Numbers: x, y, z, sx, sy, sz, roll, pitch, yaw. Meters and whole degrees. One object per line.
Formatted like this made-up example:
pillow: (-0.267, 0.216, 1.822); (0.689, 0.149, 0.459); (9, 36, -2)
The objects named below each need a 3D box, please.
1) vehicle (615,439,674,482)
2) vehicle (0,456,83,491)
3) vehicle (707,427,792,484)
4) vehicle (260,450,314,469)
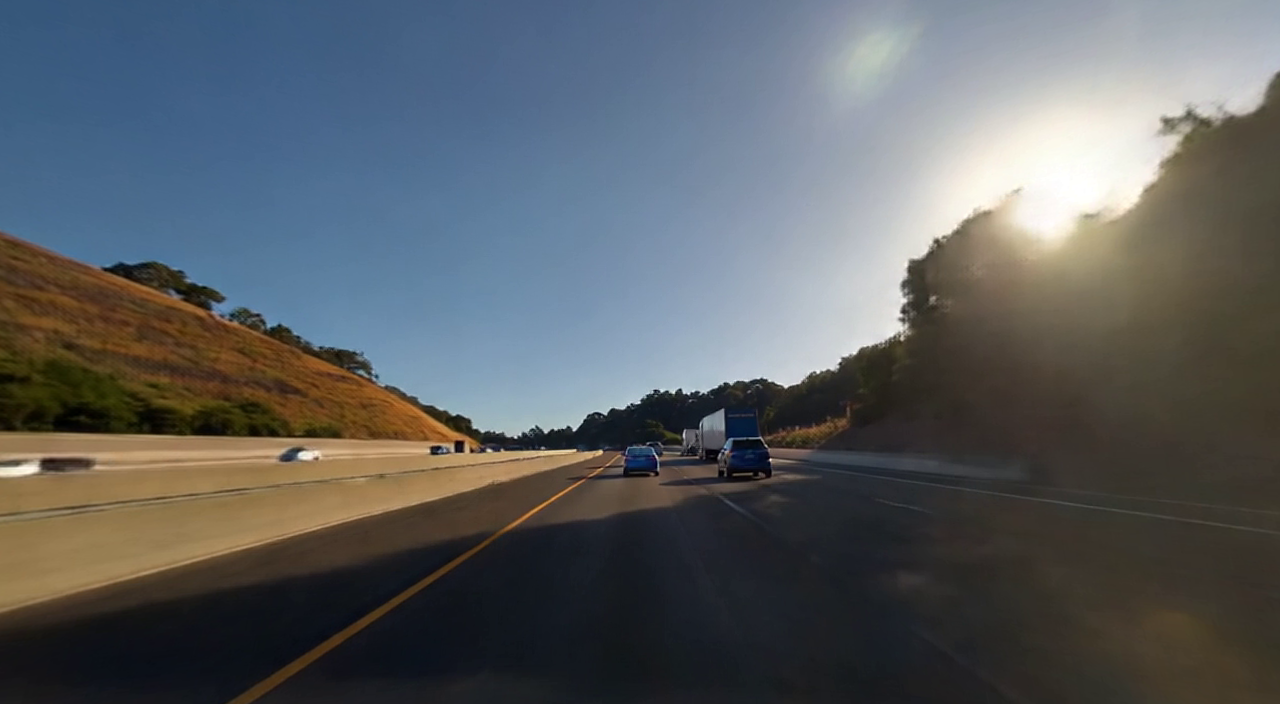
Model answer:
vehicle: (0.124, 4.103, 24.205); (2.083, 1.477, 3.965); (0, -9, -1)
vehicle: (-27.790, 5.394, 28.252); (1.742, 1.441, 4.305); (0, -9, 1)
vehicle: (3.759, 3.676, 22.602); (2.098, 1.794, 4.561); (0, -9, -2)
vehicle: (-27.269, 8.303, 48.949); (1.730, 1.438, 4.205); (0, -9, 1)
